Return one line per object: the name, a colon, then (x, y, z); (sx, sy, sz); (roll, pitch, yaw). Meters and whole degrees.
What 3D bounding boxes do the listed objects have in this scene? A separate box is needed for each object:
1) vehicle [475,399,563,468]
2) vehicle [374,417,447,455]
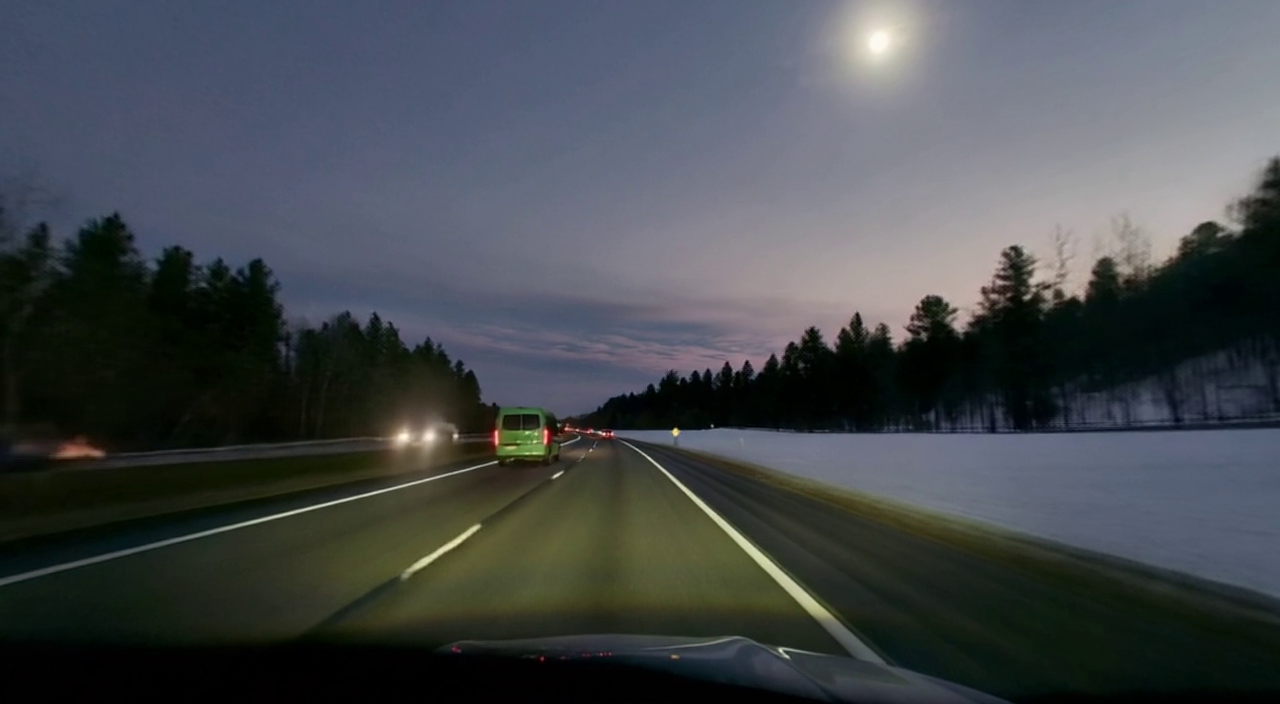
vehicle: (-4.725, 3.319, 25.596); (2.561, 2.509, 5.465); (0, -8, -1)
vehicle: (-12.326, 4.560, 34.119); (2.153, 1.918, 4.991); (0, -8, -1)
